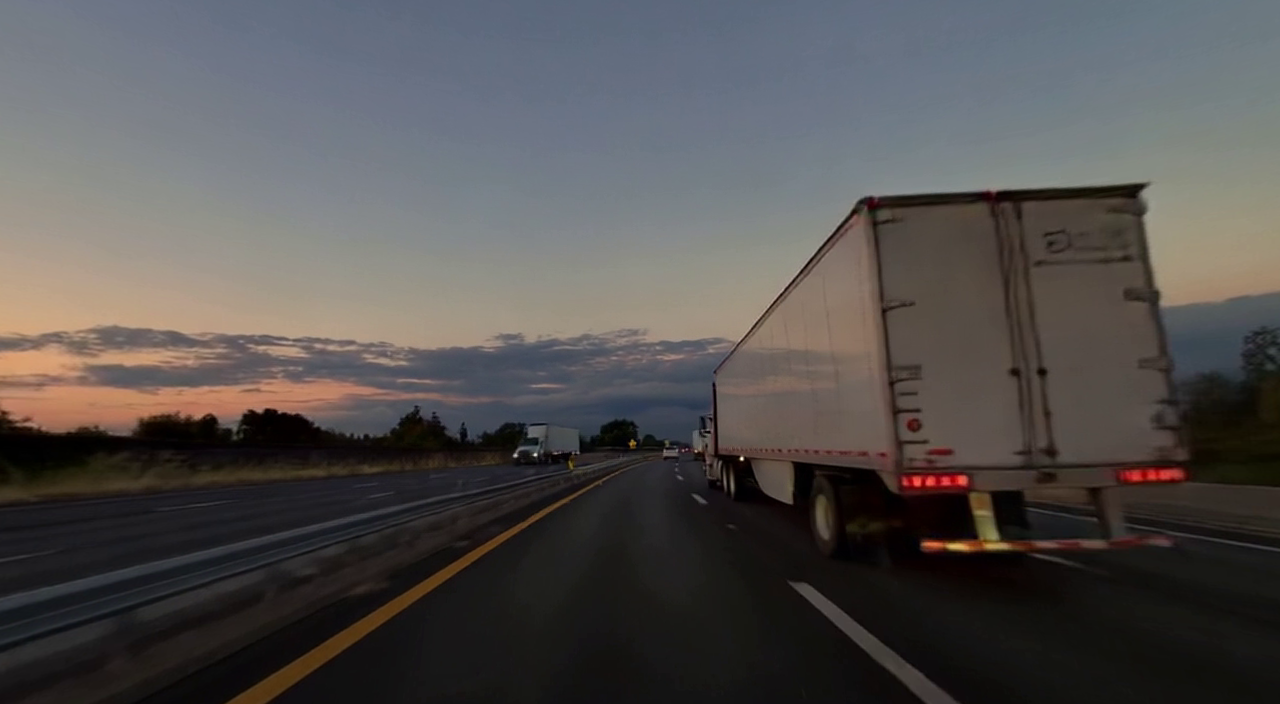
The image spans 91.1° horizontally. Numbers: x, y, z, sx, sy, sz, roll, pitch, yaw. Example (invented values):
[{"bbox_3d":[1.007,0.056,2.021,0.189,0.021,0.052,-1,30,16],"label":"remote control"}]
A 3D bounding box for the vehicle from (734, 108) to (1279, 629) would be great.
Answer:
[{"bbox_3d":[4.044,0.964,11.035,2.965,4.028,12.529,0,-9,1],"label":"vehicle"}]
